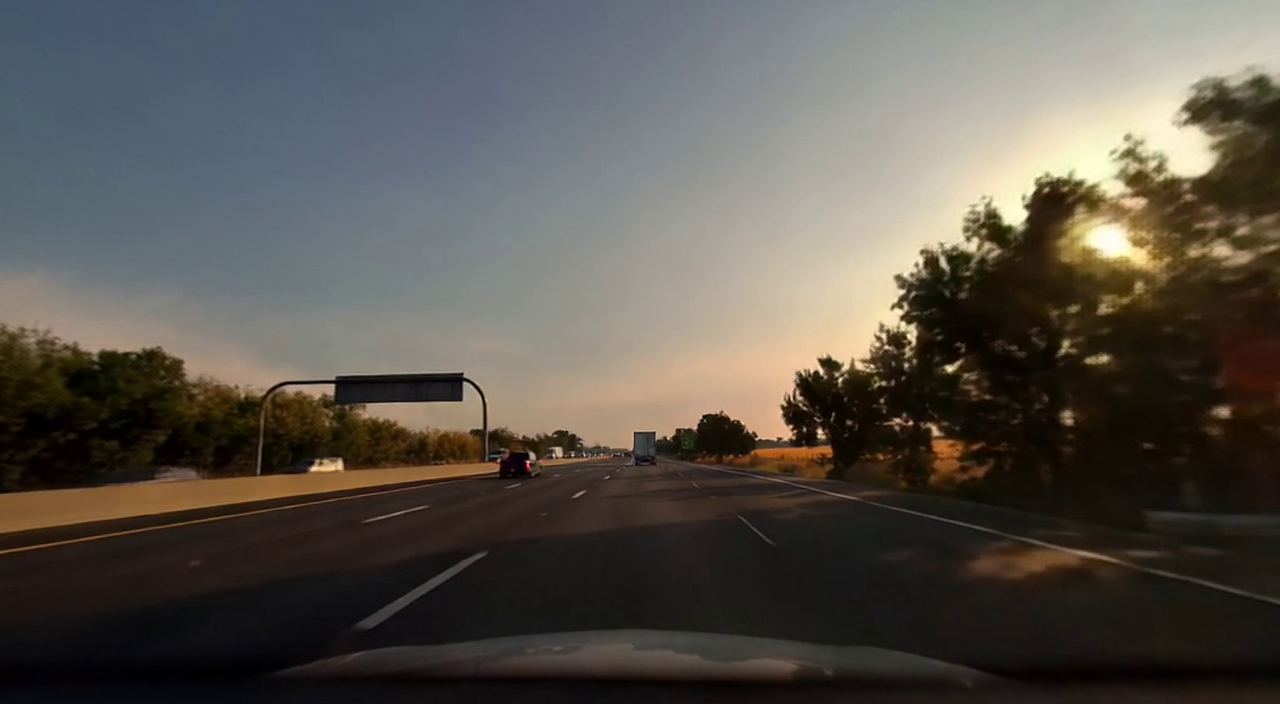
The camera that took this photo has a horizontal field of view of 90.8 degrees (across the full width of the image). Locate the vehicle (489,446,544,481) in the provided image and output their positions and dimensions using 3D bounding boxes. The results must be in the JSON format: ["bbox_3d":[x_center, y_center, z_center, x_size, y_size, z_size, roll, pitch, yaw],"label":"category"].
[{"bbox_3d":[-6.947,6.295,35.935,2.052,1.817,4.744,0,-9,1],"label":"vehicle"}]

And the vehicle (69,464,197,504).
[{"bbox_3d":[-21.922,5.683,27.555,1.795,1.484,4.539,0,-9,0],"label":"vehicle"}]
